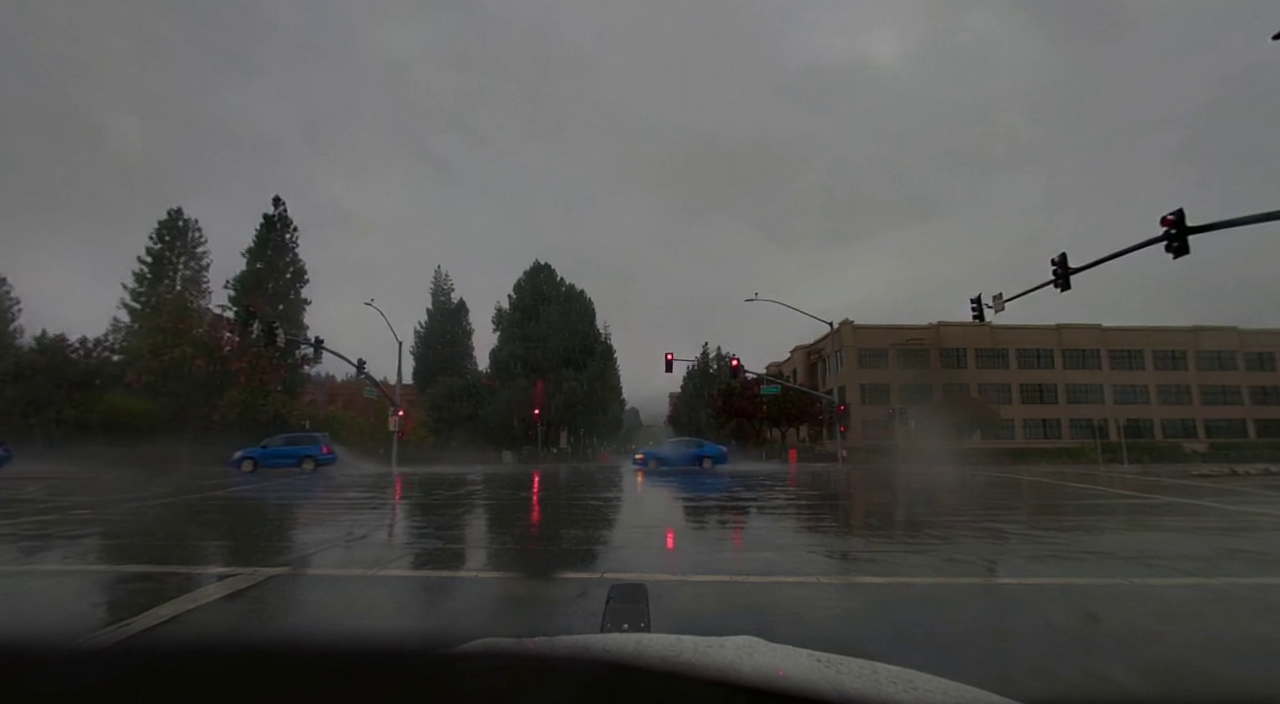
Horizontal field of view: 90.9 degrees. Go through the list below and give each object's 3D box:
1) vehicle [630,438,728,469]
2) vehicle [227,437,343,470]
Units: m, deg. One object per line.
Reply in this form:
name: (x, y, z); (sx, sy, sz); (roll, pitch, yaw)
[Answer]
vehicle: (1.888, 5.017, 31.147); (4.681, 1.465, 1.820); (0, -9, 2)
vehicle: (-17.790, 5.084, 31.731); (4.735, 1.588, 1.877); (0, -9, 2)
